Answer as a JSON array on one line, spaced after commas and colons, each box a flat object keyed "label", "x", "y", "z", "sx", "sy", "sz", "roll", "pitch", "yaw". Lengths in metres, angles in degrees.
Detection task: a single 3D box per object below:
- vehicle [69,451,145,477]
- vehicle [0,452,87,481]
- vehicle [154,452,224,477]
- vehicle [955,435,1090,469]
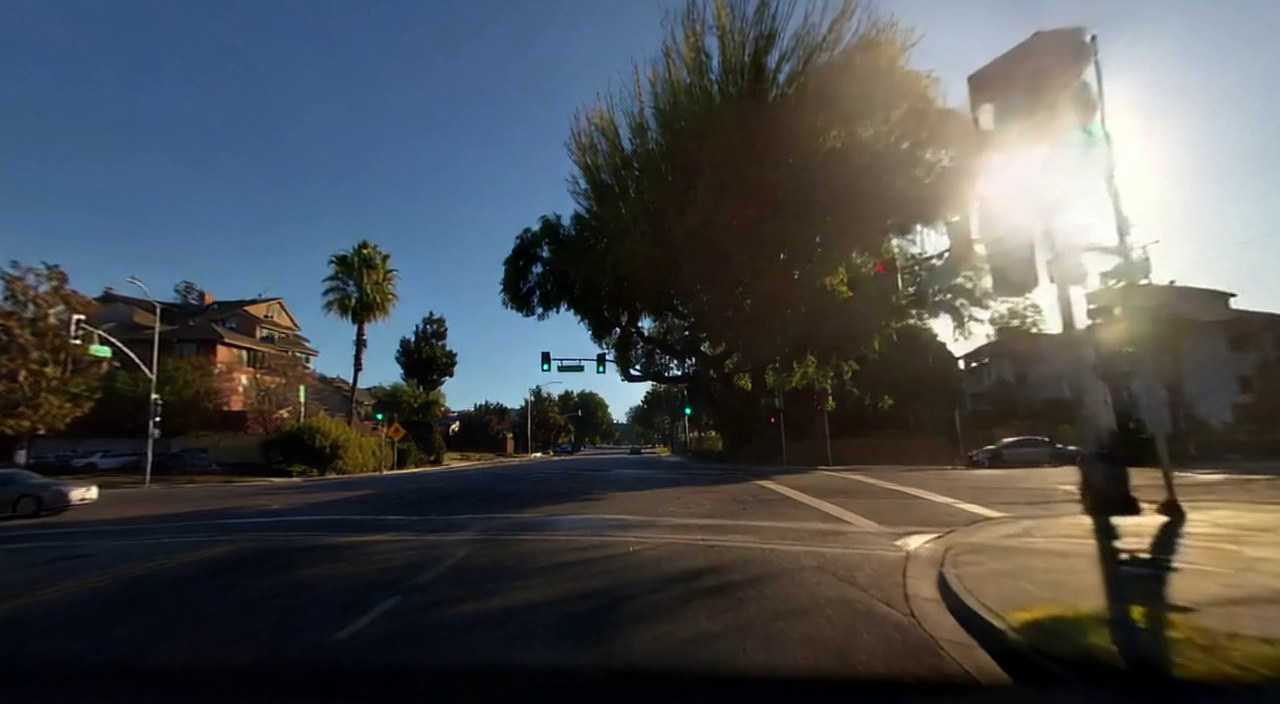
[{"label": "vehicle", "x": -32.172, "y": 6.742, "z": 38.283, "sx": 1.816, "sy": 1.423, "sz": 4.126, "roll": 2, "pitch": -9, "yaw": -15}, {"label": "vehicle", "x": -34.896, "y": 6.665, "z": 37.068, "sx": 2.000, "sy": 1.582, "sz": 4.063, "roll": 3, "pitch": -9, "yaw": -17}, {"label": "vehicle", "x": -27.815, "y": 6.910, "z": 39.111, "sx": 1.665, "sy": 1.386, "sz": 4.012, "roll": 1, "pitch": -9, "yaw": -7}, {"label": "vehicle", "x": 16.850, "y": 4.417, "z": 28.051, "sx": 4.720, "sy": 1.410, "sz": 1.784, "roll": -1, "pitch": -9, "yaw": 9}]
